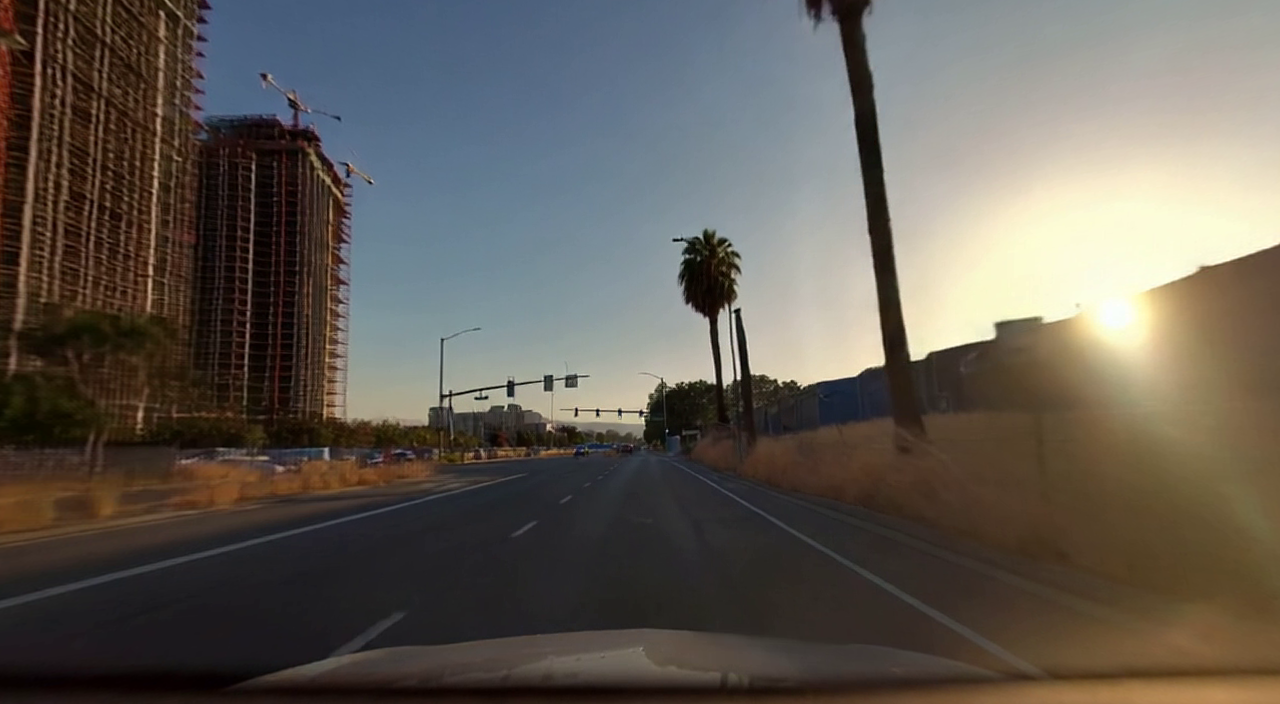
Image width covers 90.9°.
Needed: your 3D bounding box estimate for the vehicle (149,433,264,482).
[{"bbox_3d":[-26.694,6.430,38.776,6.454,2.718,3.175,-5,-10,30],"label":"vehicle"}]
